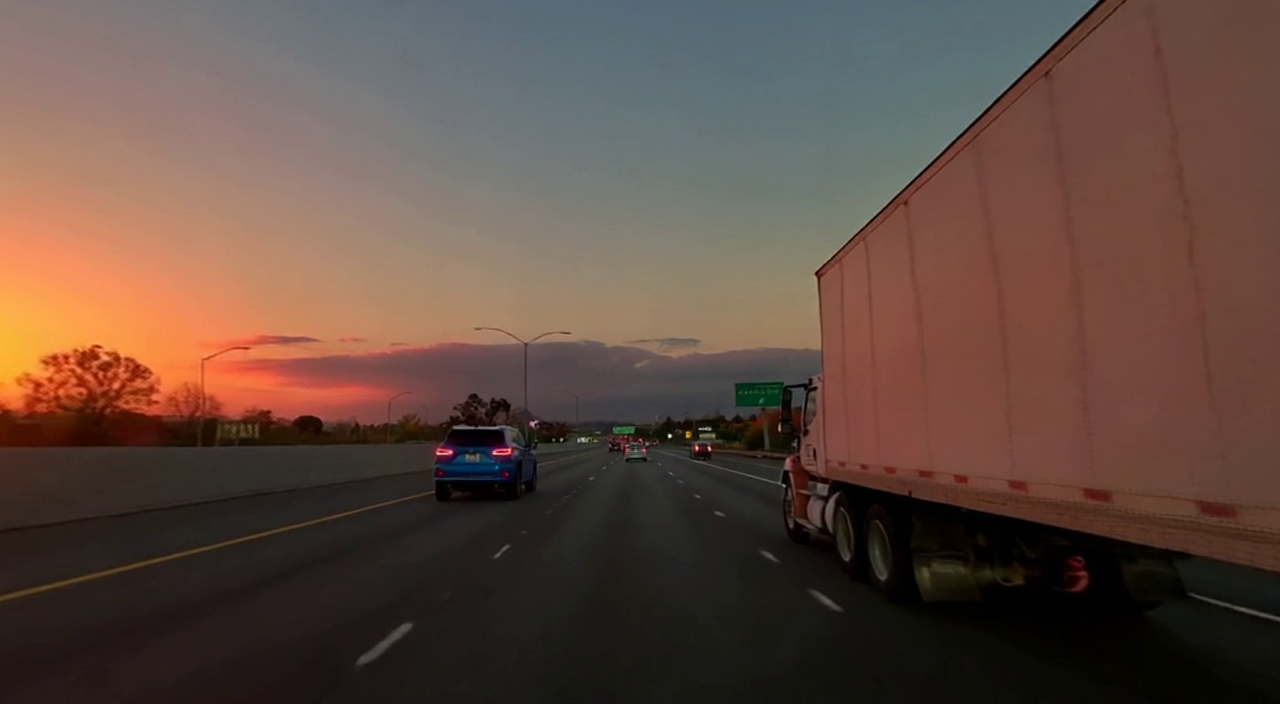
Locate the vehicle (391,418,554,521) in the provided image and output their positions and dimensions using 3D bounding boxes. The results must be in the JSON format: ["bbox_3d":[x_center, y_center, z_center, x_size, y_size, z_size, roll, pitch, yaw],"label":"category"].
[{"bbox_3d":[-3.312,2.436,13.654,2.229,1.806,4.698,0,-8,0],"label":"vehicle"}]

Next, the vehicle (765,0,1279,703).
[{"bbox_3d":[3.365,0.215,3.626,2.934,3.325,10.986,0,-8,-1],"label":"vehicle"}]

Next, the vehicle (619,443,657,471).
[{"bbox_3d":[-0.122,5.694,34.495,1.929,1.395,3.999,0,-8,-1],"label":"vehicle"}]
